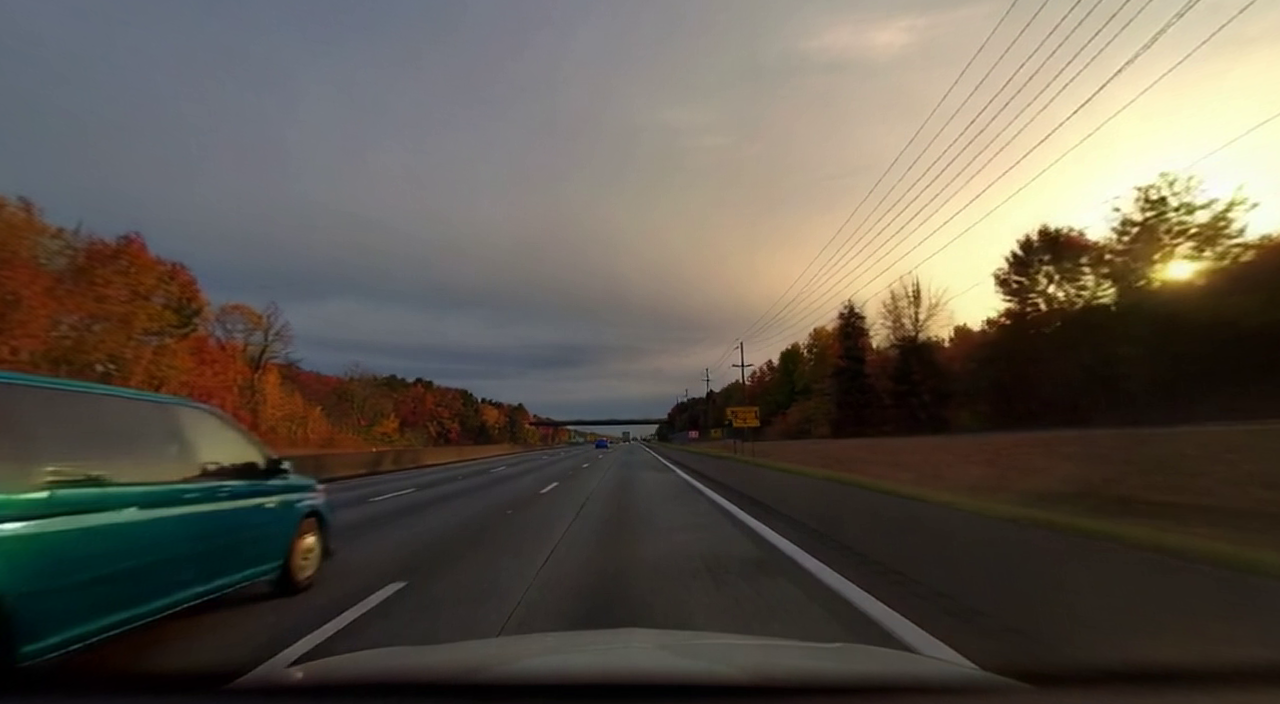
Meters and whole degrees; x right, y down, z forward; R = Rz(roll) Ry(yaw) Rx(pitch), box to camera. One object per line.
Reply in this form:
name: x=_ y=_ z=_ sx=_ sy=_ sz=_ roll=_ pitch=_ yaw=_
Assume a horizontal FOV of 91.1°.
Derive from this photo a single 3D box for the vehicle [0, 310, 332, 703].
vehicle: x=-3.621 y=0.846 z=2.464 sx=2.263 sy=1.985 sz=5.176 roll=0 pitch=-8 yaw=-1
